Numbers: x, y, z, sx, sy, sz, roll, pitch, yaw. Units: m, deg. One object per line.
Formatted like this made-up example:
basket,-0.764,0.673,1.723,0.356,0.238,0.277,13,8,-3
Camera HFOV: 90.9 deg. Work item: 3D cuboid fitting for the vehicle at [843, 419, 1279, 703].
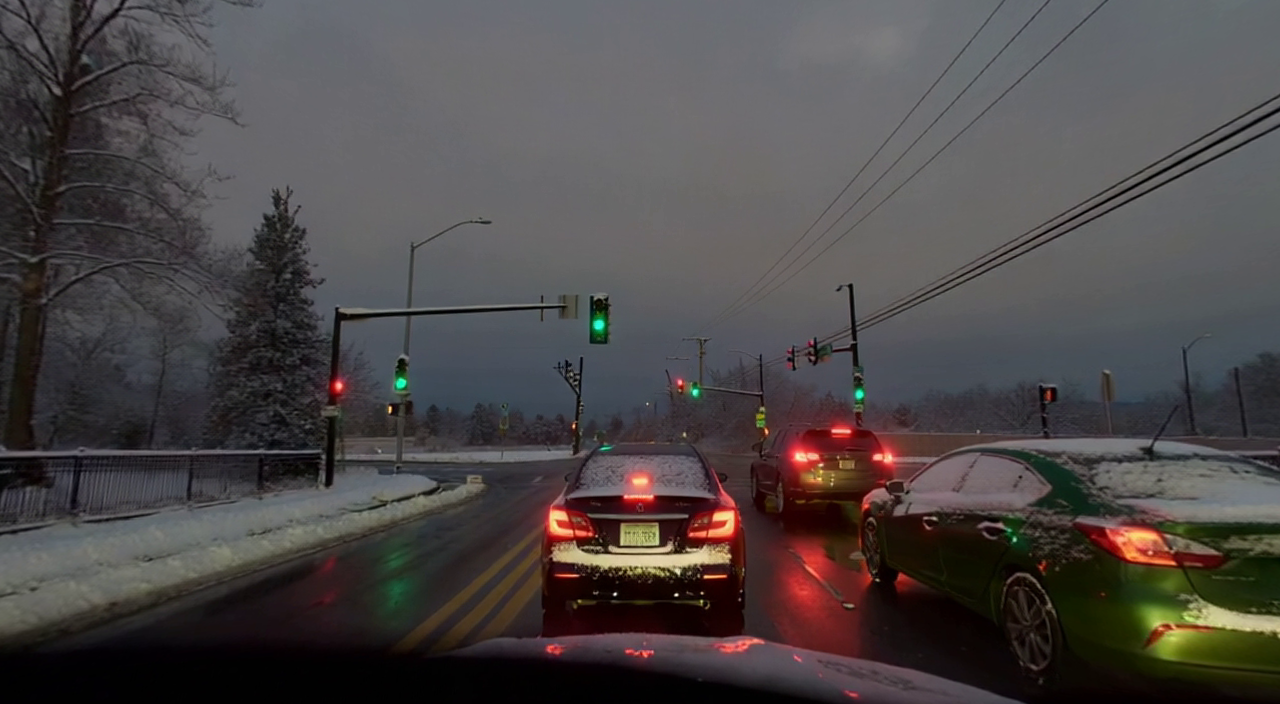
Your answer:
vehicle,3.086,1.247,4.138,2.027,1.432,4.431,0,-8,0

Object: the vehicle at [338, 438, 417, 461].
vehicle,-17.233,6.404,41.461,4.406,1.458,1.892,-1,-8,7

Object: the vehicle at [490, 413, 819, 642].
vehicle,0.067,1.485,6.427,2.170,1.497,4.369,0,-8,-1
